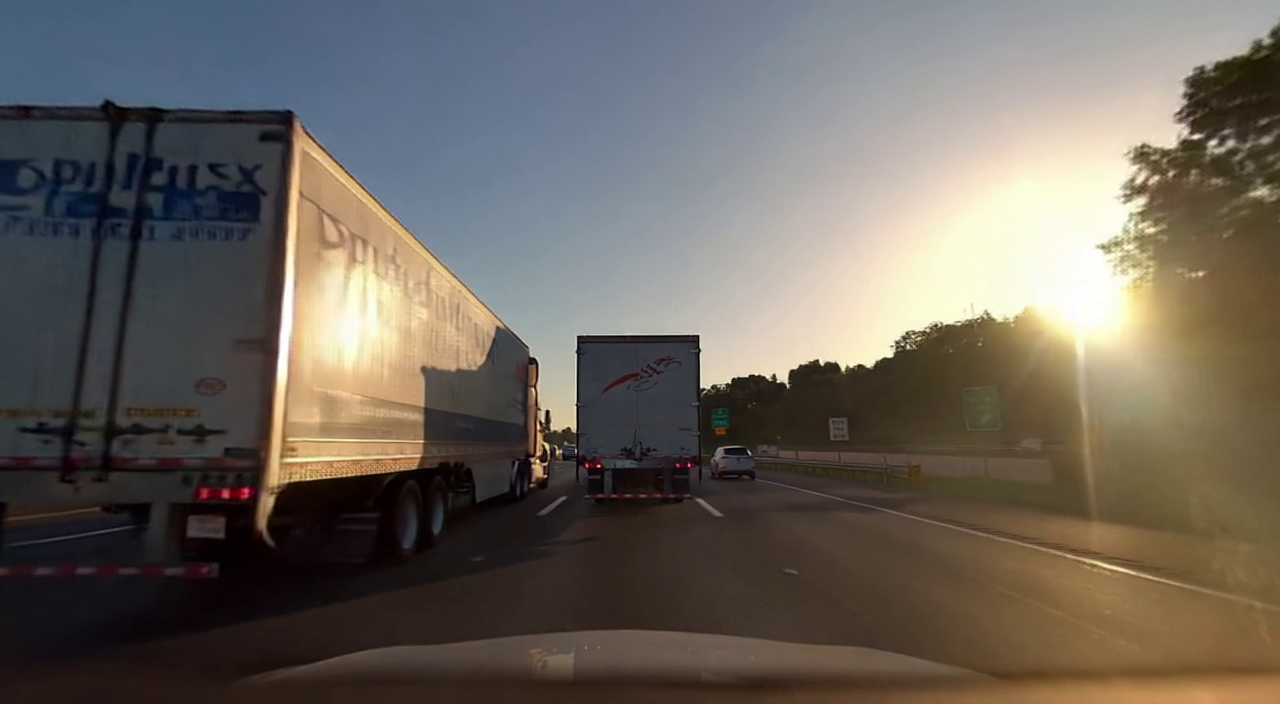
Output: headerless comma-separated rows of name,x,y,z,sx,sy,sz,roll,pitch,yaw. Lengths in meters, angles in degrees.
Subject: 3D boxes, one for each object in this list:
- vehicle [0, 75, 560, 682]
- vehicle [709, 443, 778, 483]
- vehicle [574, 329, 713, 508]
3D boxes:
vehicle,-3.979,1.225,12.149,2.873,4.107,15.970,0,-9,0
vehicle,4.094,4.467,25.682,2.010,1.446,4.579,0,-9,0
vehicle,0.029,2.125,18.416,2.910,3.828,9.805,0,-9,0
